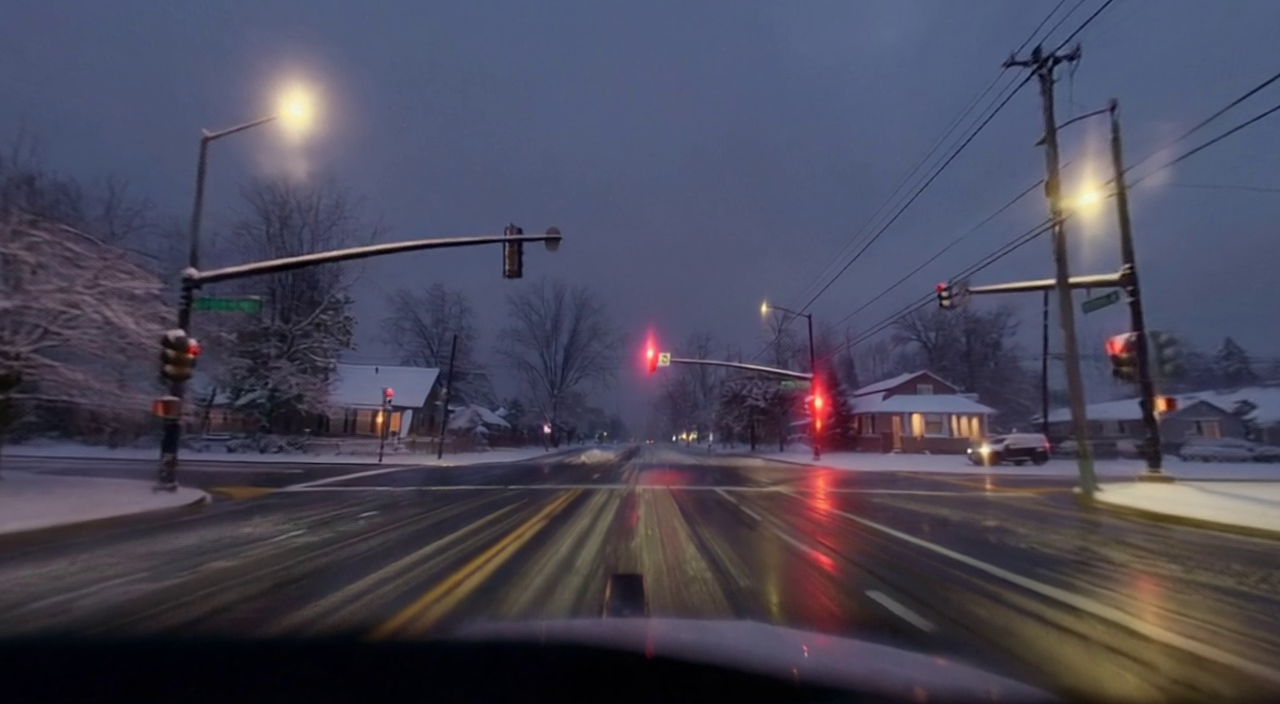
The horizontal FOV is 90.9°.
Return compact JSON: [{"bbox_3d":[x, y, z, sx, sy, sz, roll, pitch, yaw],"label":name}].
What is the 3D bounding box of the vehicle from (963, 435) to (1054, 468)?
[{"bbox_3d":[22.954,6.197,39.502,2.030,1.927,4.853,2,-9,-14],"label":"vehicle"}]
